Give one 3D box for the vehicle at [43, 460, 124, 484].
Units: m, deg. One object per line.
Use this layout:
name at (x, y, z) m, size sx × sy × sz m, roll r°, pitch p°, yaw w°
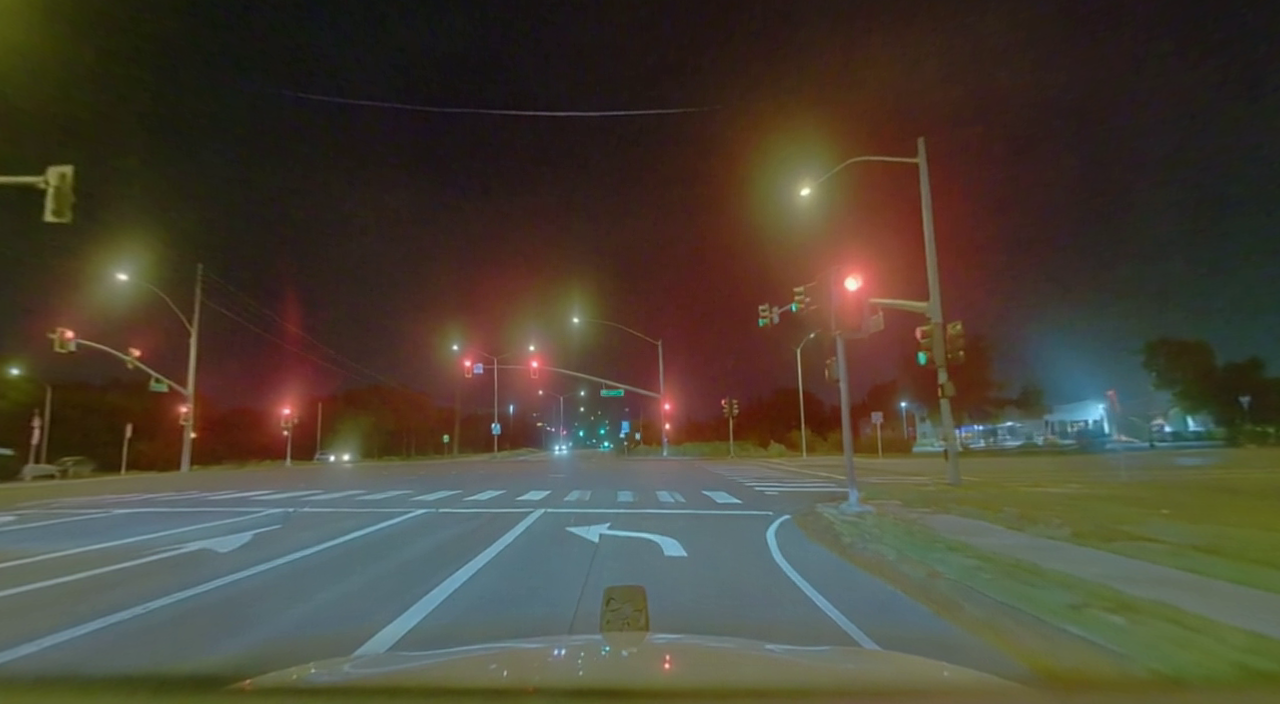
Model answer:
vehicle at (-36.860, 7.953, 41.768) m, size 3.748 × 1.389 × 1.656 m, roll -1°, pitch -7°, yaw -1°
